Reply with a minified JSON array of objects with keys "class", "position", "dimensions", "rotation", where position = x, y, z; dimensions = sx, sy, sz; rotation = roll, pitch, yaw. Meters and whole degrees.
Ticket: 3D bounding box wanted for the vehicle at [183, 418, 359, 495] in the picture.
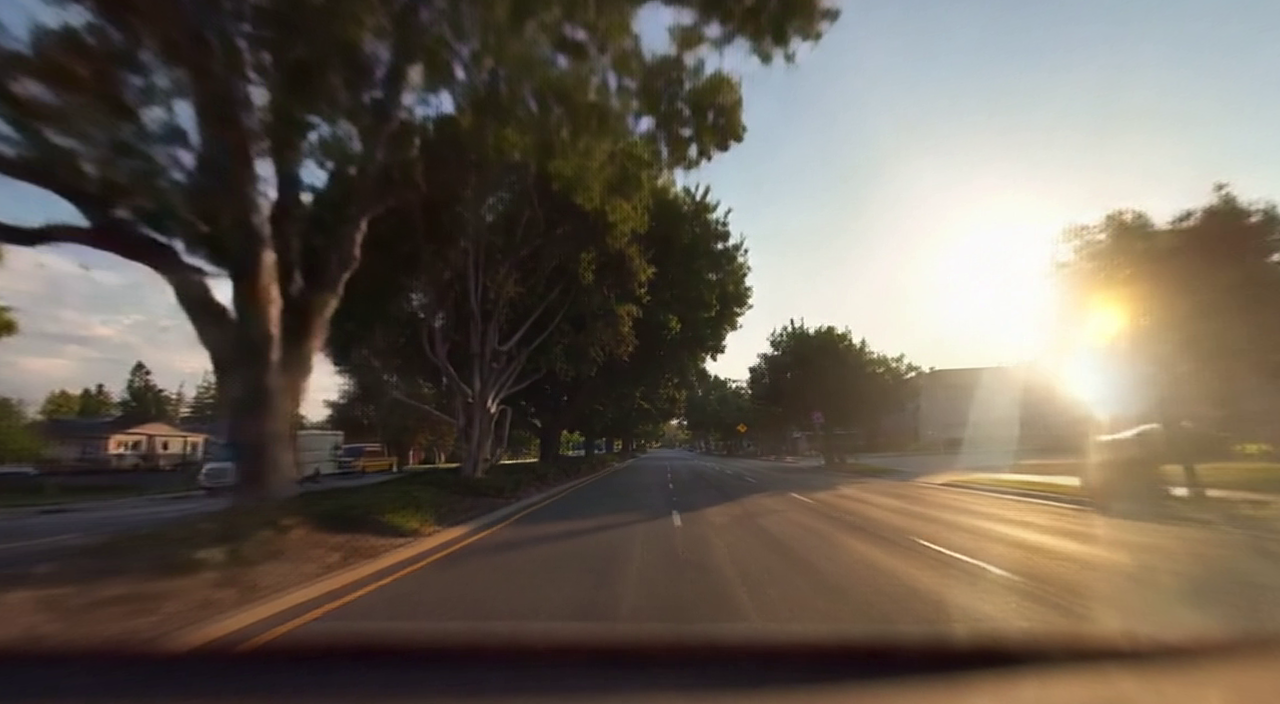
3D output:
[{"class":"vehicle","position":[-19.027,5.481,33.637],"dimensions":[2.898,3.487,9.955],"rotation":[0,-9,3]}]
